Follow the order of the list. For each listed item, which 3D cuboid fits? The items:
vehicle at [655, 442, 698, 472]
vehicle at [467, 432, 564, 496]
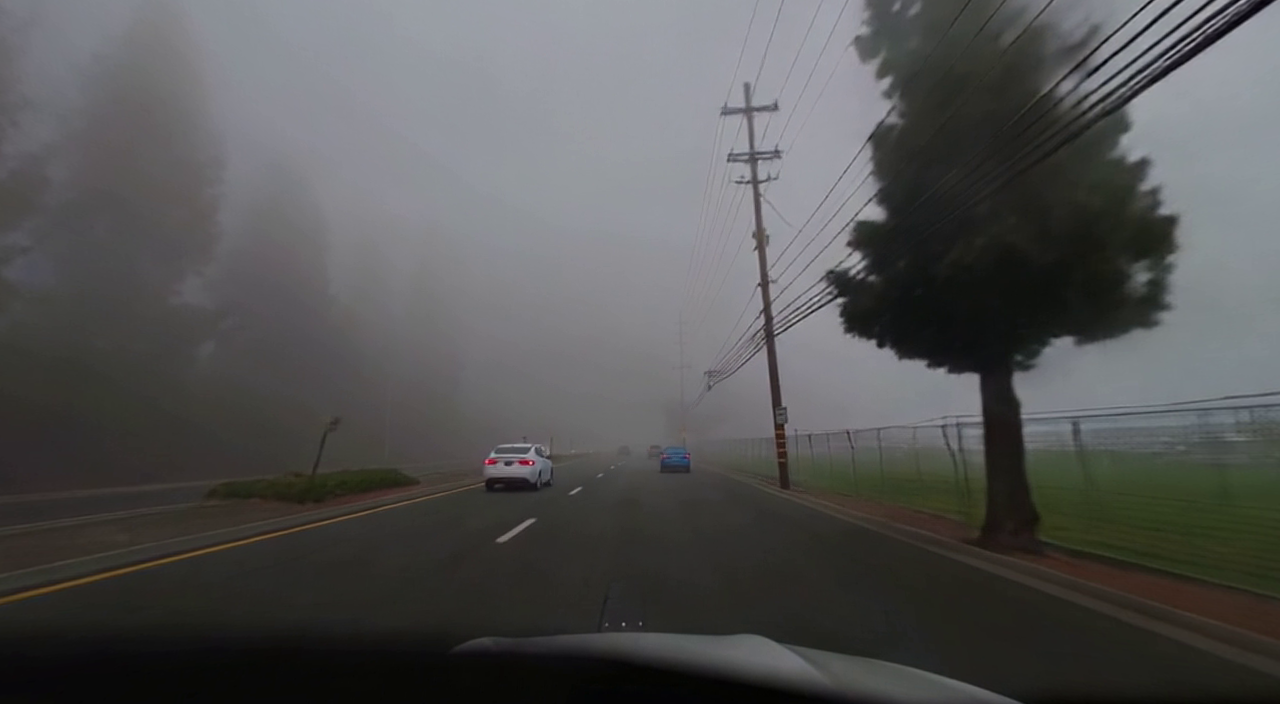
[{"bbox_3d":[1.889,5.650,33.956,2.059,1.486,3.980,0,-8,0],"label":"vehicle"},{"bbox_3d":[-3.621,3.328,19.114,1.950,1.692,4.397,0,-8,1],"label":"vehicle"}]
